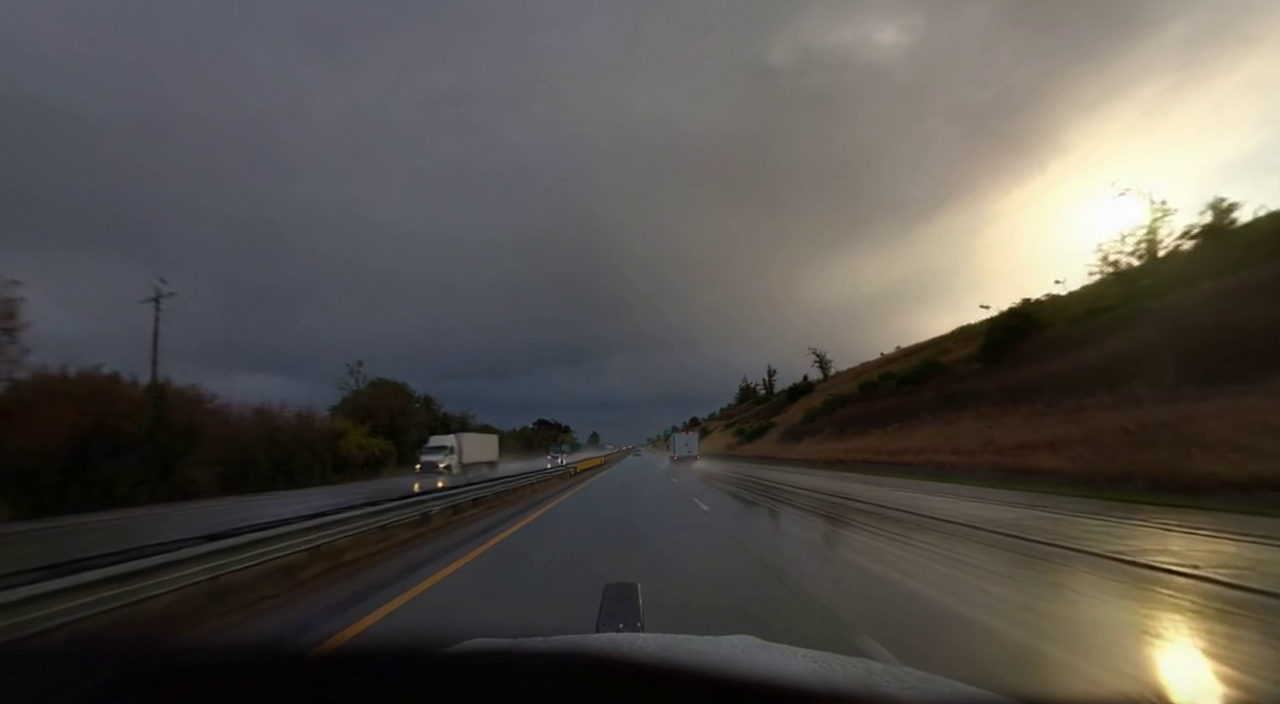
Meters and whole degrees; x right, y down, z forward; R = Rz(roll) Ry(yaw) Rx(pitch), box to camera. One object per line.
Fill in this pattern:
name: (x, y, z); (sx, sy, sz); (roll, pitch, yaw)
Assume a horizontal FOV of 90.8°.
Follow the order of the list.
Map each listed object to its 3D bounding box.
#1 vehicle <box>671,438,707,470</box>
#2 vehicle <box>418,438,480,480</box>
vehicle: (3.693, 7.862, 48.784); (2.242, 2.285, 5.015); (0, -9, -2)
vehicle: (-12.032, 6.784, 40.147); (2.273, 2.442, 5.112); (0, -9, 1)
